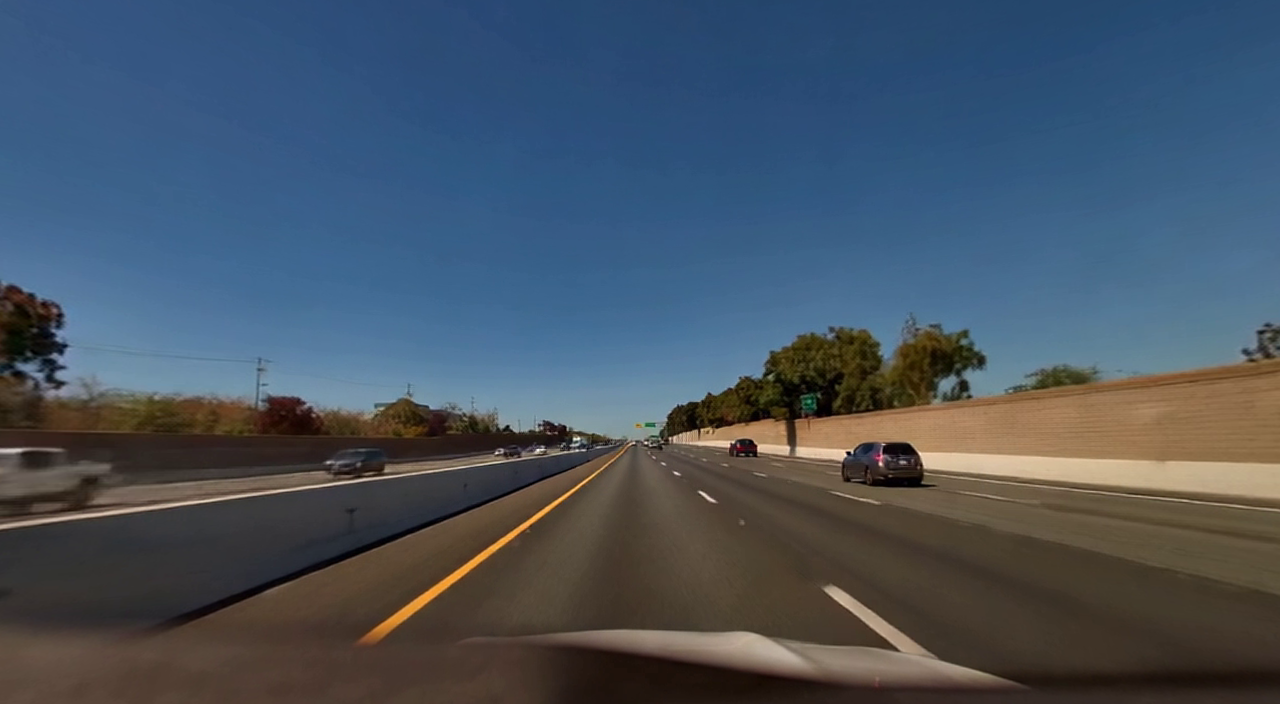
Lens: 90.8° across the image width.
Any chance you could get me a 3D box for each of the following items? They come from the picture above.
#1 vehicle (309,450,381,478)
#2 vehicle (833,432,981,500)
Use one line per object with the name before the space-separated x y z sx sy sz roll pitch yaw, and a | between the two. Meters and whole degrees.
vehicle | -17.108 6.481 36.915 1.916 1.497 4.761 0 -8 0
vehicle | 6.952 3.017 17.139 1.901 1.548 4.684 0 -8 -1
